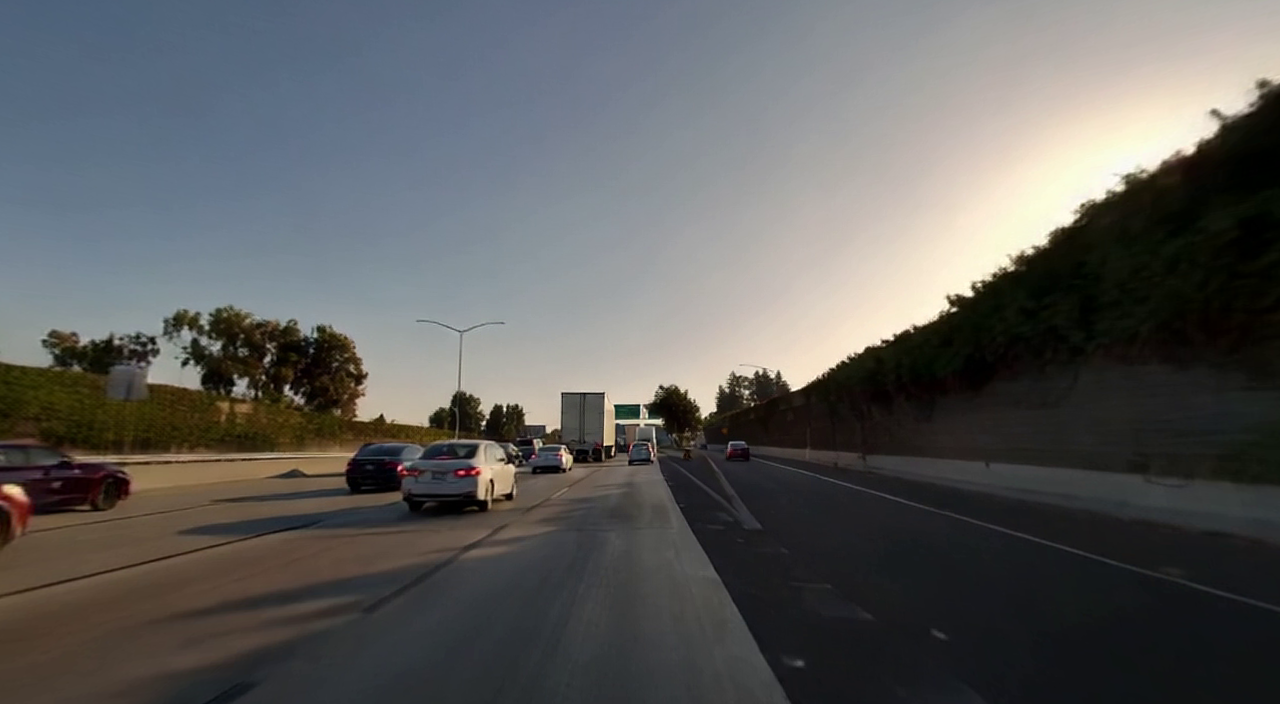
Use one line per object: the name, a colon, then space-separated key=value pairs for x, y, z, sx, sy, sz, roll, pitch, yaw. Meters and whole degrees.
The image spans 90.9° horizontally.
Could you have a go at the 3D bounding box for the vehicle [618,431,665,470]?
vehicle: x=0.087 y=5.193 z=33.365 sx=2.325 sy=1.864 sz=4.128 roll=0 pitch=-8 yaw=1

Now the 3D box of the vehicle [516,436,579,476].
vehicle: x=-4.025 y=4.594 z=28.012 sx=2.124 sy=1.627 sz=3.863 roll=0 pitch=-8 yaw=1

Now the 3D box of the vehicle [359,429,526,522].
vehicle: x=-3.795 y=2.448 z=13.103 sx=1.866 sy=1.568 sz=4.603 roll=0 pitch=-8 yaw=2

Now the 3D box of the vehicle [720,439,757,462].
vehicle: x=6.721 y=6.779 z=43.374 sx=2.176 sy=1.493 sz=3.955 roll=-1 pitch=-8 yaw=4

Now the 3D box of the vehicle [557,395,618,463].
vehicle: x=-3.712 y=6.304 z=49.589 sx=3.348 sy=4.469 sz=16.443 roll=0 pitch=-9 yaw=0

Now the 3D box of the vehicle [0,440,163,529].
vehicle: x=-11.750 y=2.403 z=11.829 sx=1.997 sy=1.477 sz=4.546 roll=0 pitch=-8 yaw=1
